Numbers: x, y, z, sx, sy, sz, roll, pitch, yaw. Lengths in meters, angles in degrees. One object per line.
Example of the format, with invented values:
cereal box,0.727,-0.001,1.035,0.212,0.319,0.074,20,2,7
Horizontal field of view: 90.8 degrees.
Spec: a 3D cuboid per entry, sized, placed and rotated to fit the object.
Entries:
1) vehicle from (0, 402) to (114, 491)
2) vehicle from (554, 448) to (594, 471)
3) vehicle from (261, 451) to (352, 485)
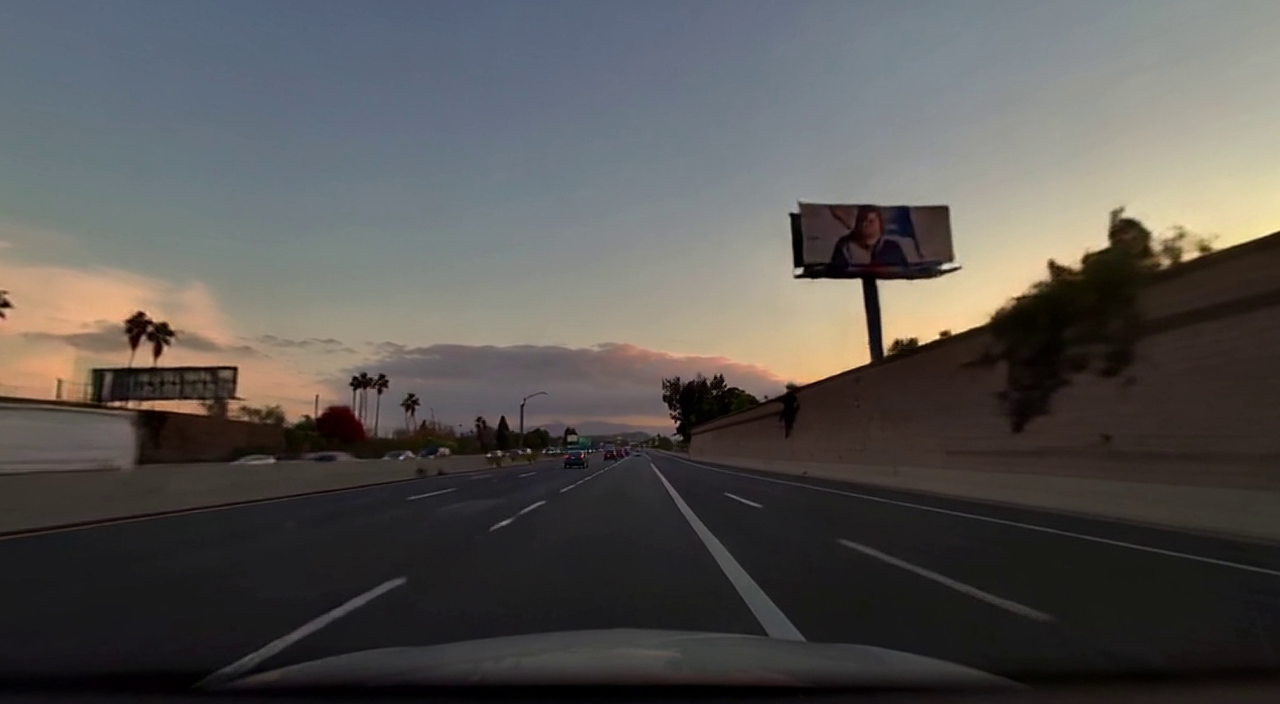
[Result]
vehicle,-25.909,3.573,23.769,3.232,3.343,10.548,0,-9,-1
vehicle,-4.314,7.086,41.899,2.078,1.457,4.648,0,-8,1
vehicle,-15.273,5.305,29.239,1.887,1.428,4.258,0,-9,0
